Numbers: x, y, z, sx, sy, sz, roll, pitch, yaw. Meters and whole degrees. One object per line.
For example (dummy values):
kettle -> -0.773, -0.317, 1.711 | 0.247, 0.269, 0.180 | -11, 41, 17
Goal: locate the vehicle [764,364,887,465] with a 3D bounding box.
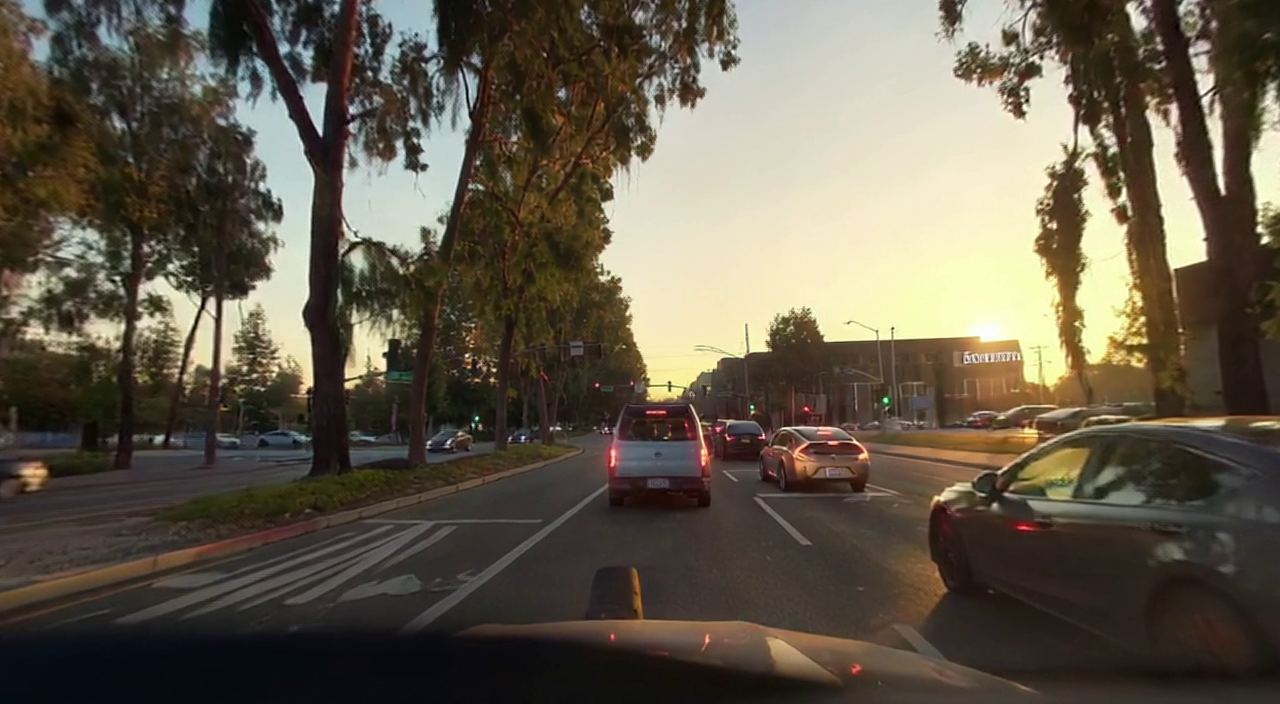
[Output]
vehicle -> 8.104, 3.097, 29.082 | 2.965, 3.900, 9.064 | 0, -9, 1

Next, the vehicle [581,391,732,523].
vehicle -> 0.400, 1.858, 11.458 | 2.188, 1.892, 4.488 | -1, -9, 4

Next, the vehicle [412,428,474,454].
vehicle -> -14.018, 6.392, 44.995 | 2.018, 1.715, 4.451 | -3, -9, 17

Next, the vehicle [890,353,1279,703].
vehicle -> 3.259, 1.013, 3.646 | 2.109, 1.500, 4.585 | -1, -9, 5

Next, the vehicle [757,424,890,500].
vehicle -> 3.931, 2.446, 14.257 | 1.862, 1.451, 4.083 | 0, -9, 1
